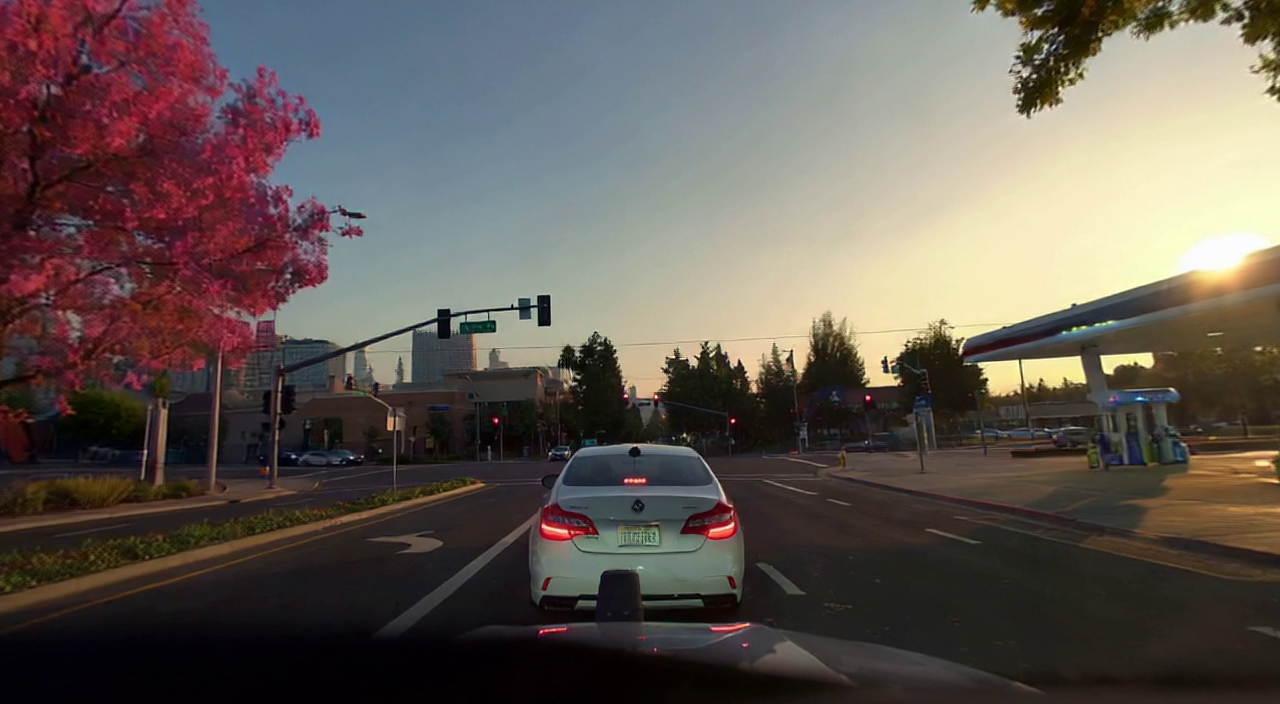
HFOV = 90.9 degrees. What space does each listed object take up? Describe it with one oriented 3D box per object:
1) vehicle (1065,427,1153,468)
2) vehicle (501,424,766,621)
[{"bbox_3d":[18.592,3.762,24.919,4.091,1.495,2.053,8,-12,-44],"label":"vehicle"},{"bbox_3d":[-0.047,1.604,6.905,2.010,1.482,4.057,0,-8,0],"label":"vehicle"}]
